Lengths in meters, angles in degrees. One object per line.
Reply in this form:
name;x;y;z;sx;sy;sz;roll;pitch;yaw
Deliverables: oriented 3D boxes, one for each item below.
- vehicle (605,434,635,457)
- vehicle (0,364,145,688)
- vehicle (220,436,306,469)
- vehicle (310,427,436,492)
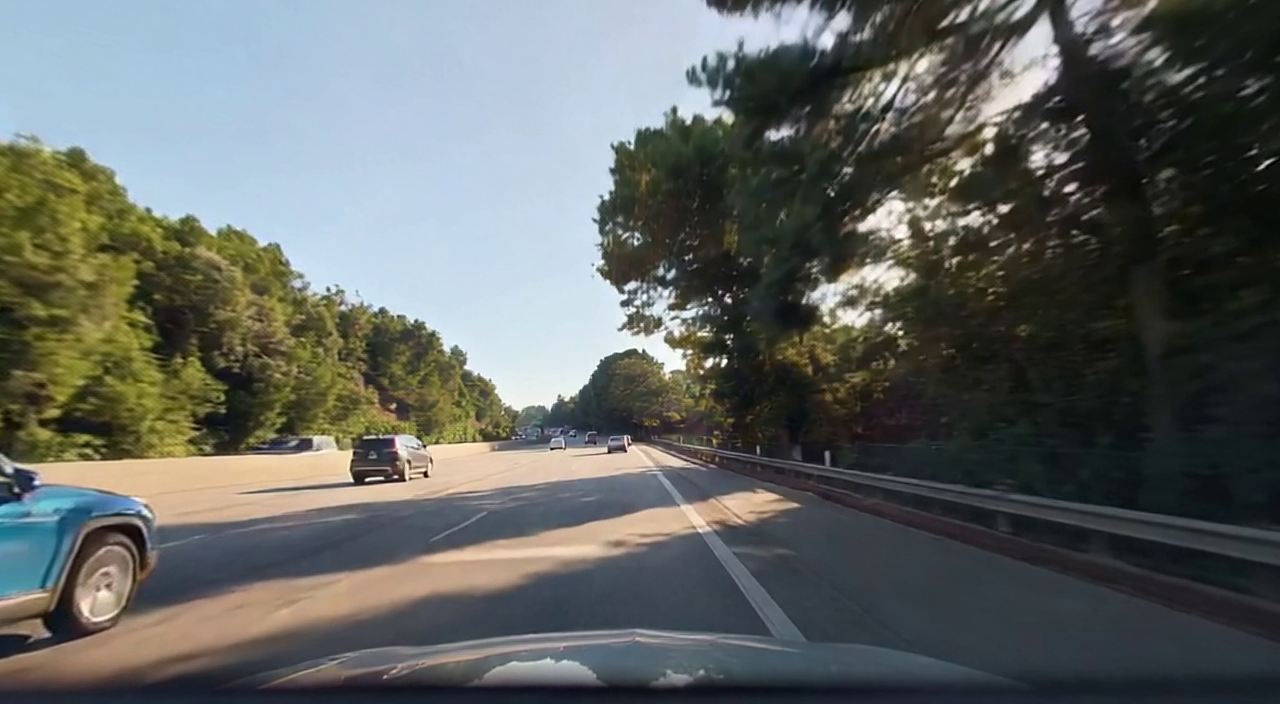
vehicle;-1.477;7.072;47.770;2.178;1.658;3.916;0;-8;-1
vehicle;-4.498;0.760;2.019;2.069;1.748;4.652;0;-8;-1
vehicle;-17.971;4.765;30.236;1.753;1.481;3.929;0;-8;-1
vehicle;-7.987;3.231;19.396;1.964;1.745;4.338;0;-8;0
